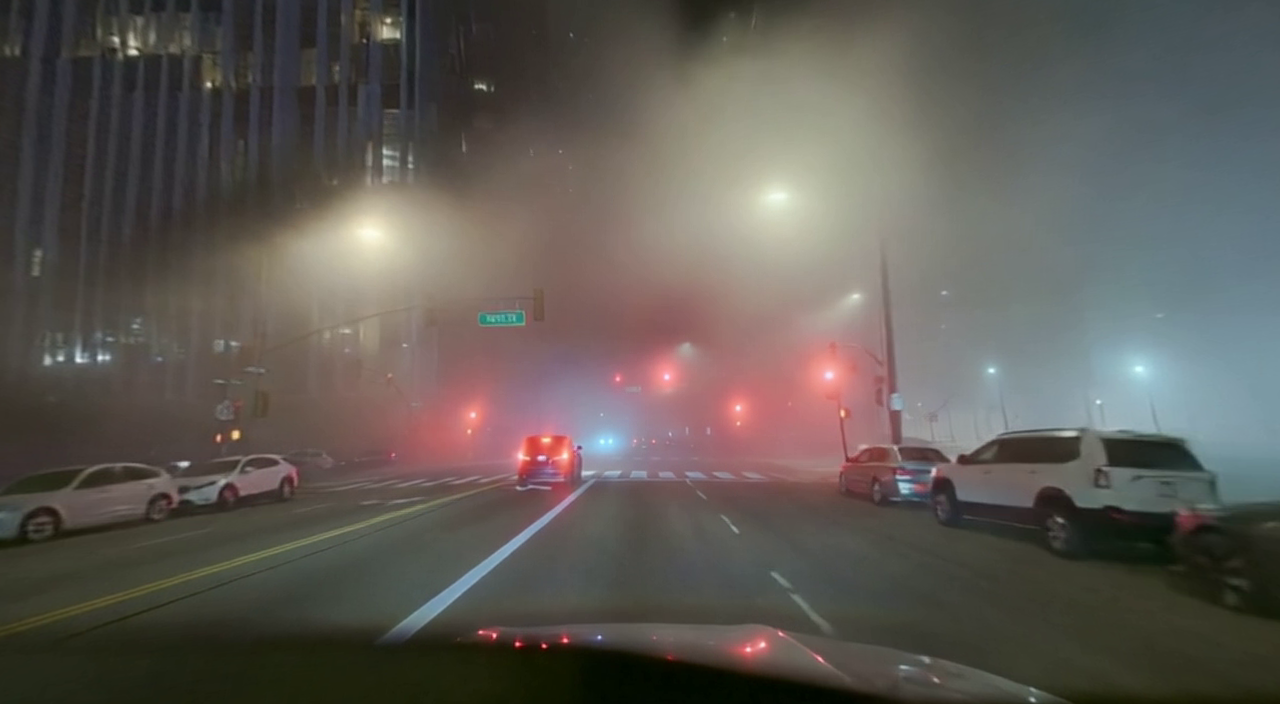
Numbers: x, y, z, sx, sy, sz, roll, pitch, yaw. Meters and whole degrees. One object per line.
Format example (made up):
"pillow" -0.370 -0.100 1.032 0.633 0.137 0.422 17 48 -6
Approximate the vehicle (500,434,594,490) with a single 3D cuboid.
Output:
"vehicle" -2.666 3.295 19.323 2.014 1.480 4.780 0 -8 2

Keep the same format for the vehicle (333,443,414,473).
"vehicle" -20.890 8.303 49.559 5.283 1.959 2.453 -3 -8 0

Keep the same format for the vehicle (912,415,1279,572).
"vehicle" 6.019 1.880 9.243 1.918 1.674 4.779 0 -8 0

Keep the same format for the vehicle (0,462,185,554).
"vehicle" -12.280 3.174 13.486 1.808 1.475 4.550 0 -8 -2

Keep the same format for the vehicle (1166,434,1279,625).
"vehicle" 5.823 1.198 3.651 1.760 1.471 4.453 0 -8 1

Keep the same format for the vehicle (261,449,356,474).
"vehicle" -21.128 7.004 40.330 4.791 1.506 2.244 0 -8 0

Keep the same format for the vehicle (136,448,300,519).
"vehicle" -12.185 3.754 18.638 1.890 1.781 4.331 0 -8 -2
